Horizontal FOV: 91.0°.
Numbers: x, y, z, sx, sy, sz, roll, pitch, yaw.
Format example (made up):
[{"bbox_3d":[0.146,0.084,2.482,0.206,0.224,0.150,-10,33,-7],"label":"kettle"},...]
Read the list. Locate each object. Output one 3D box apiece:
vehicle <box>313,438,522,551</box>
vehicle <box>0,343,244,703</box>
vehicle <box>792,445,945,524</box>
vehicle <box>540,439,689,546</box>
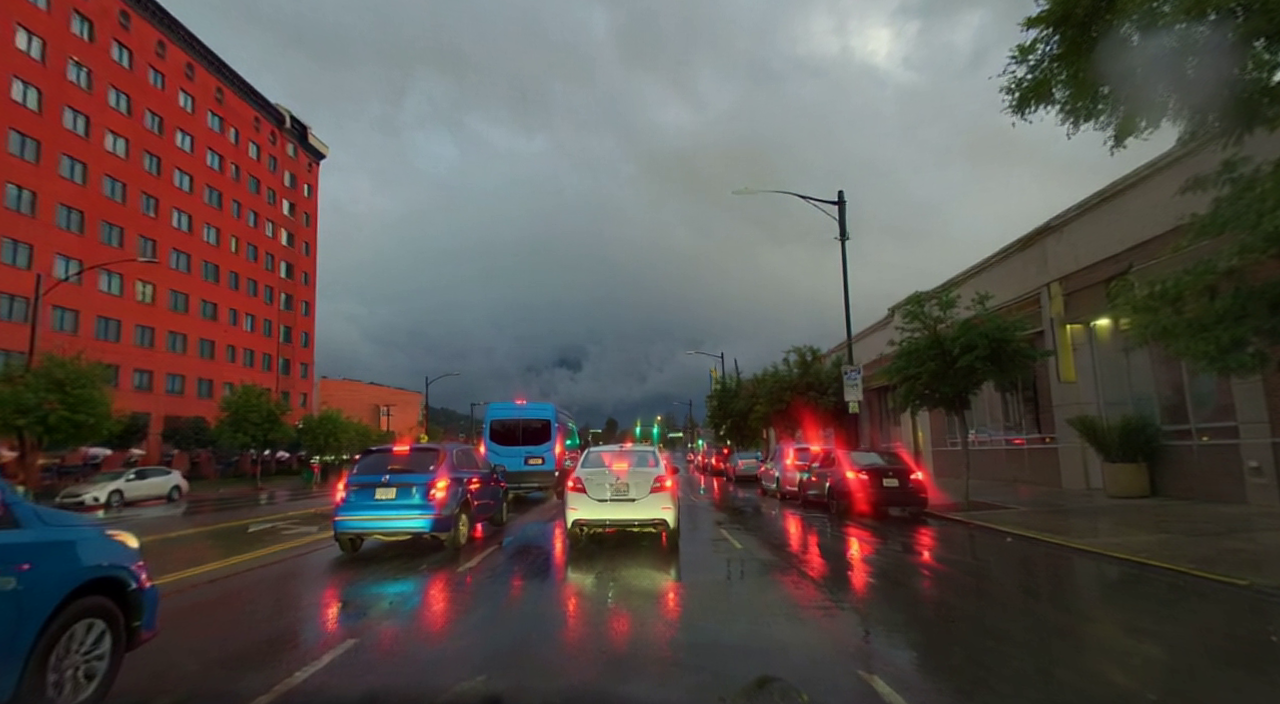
[{"bbox_3d":[-3.531,2.334,11.073,1.995,1.554,4.426,0,-9,1],"label":"vehicle"},{"bbox_3d":[-3.712,0.718,1.715,2.140,1.768,4.685,0,-9,1],"label":"vehicle"},{"bbox_3d":[4.897,2.860,14.176,1.832,1.491,4.054,1,-9,-1],"label":"vehicle"},{"bbox_3d":[-0.378,2.350,11.224,2.152,1.518,4.113,0,-9,0],"label":"vehicle"}]
